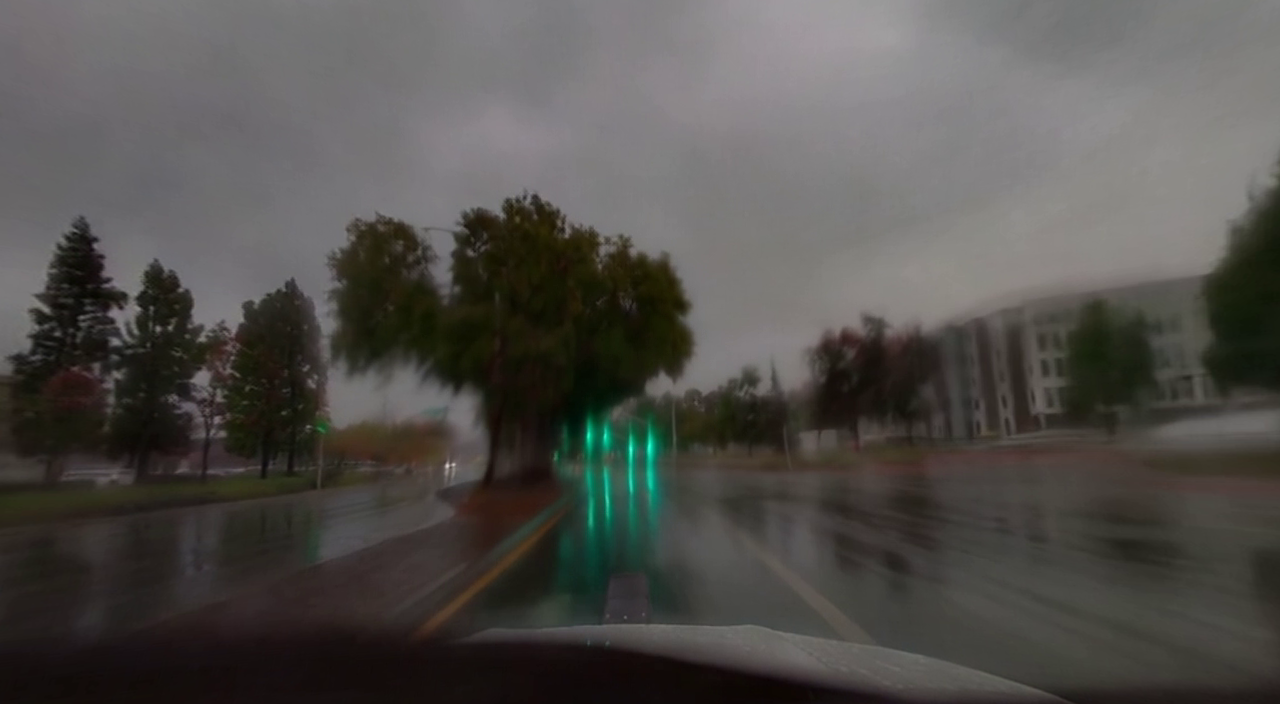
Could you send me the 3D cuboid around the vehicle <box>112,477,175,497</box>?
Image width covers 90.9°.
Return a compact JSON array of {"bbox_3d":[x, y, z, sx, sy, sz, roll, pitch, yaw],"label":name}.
[{"bbox_3d":[-37.645,10.234,47.841,3.285,1.346,1.605,2,-8,-12],"label":"vehicle"}]
